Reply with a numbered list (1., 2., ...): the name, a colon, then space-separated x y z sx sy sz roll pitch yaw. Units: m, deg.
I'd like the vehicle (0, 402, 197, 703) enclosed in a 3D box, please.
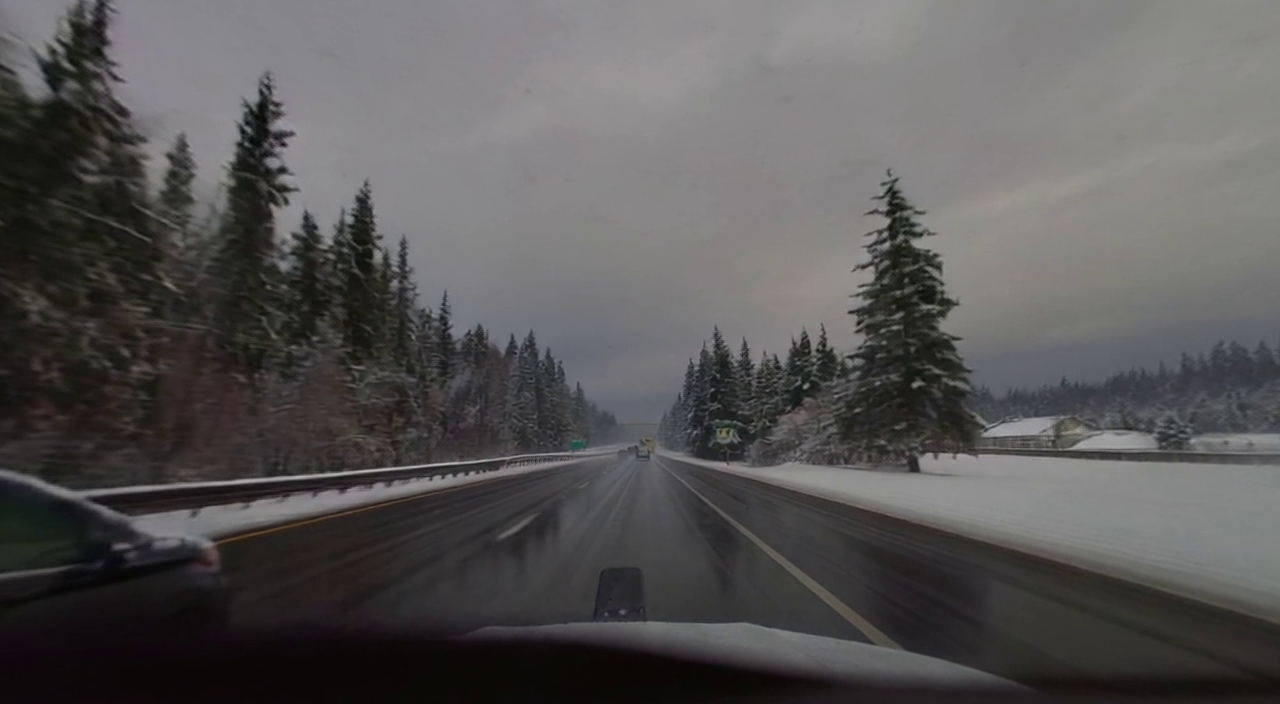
1. vehicle: -3.548 0.753 1.215 1.969 1.505 4.636 0 -9 1
